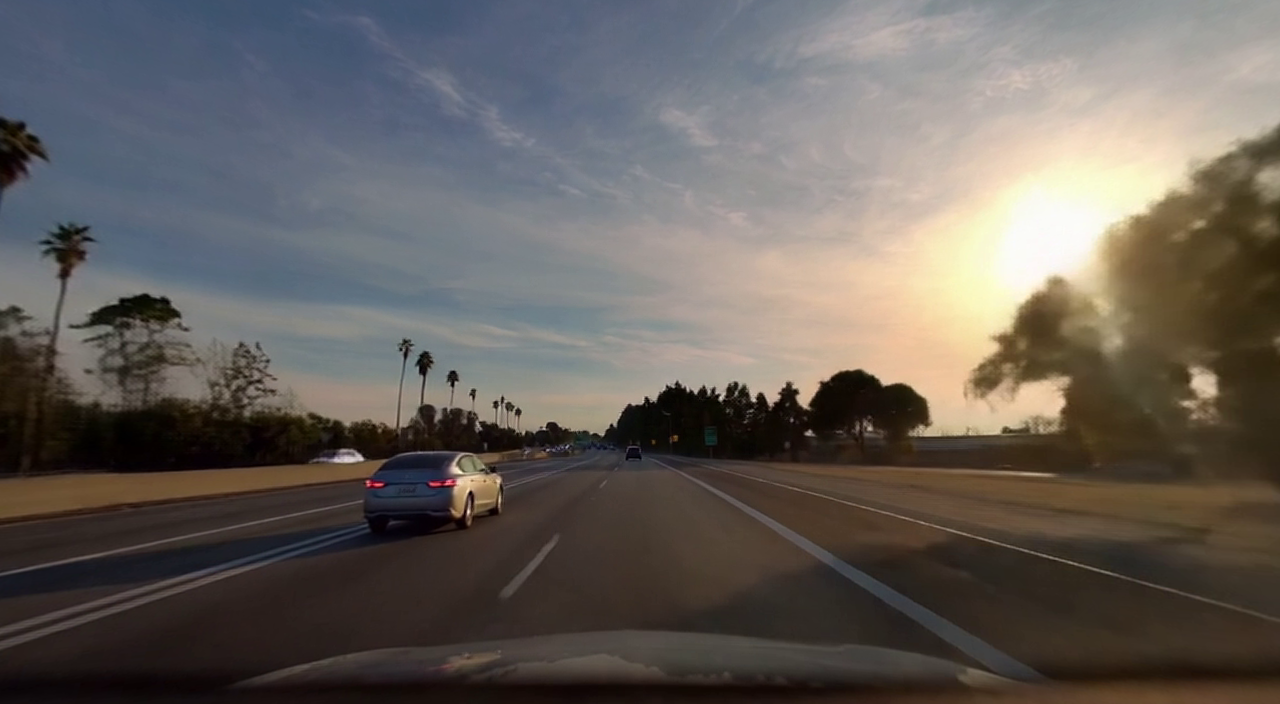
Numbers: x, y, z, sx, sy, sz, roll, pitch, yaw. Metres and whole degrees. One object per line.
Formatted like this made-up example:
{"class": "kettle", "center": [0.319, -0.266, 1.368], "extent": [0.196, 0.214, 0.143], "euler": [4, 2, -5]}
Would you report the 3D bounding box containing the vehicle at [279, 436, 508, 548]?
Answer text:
{"class": "vehicle", "center": [-4.010, 2.338, 11.351], "extent": [2.092, 1.562, 4.748], "euler": [0, -8, 2]}
